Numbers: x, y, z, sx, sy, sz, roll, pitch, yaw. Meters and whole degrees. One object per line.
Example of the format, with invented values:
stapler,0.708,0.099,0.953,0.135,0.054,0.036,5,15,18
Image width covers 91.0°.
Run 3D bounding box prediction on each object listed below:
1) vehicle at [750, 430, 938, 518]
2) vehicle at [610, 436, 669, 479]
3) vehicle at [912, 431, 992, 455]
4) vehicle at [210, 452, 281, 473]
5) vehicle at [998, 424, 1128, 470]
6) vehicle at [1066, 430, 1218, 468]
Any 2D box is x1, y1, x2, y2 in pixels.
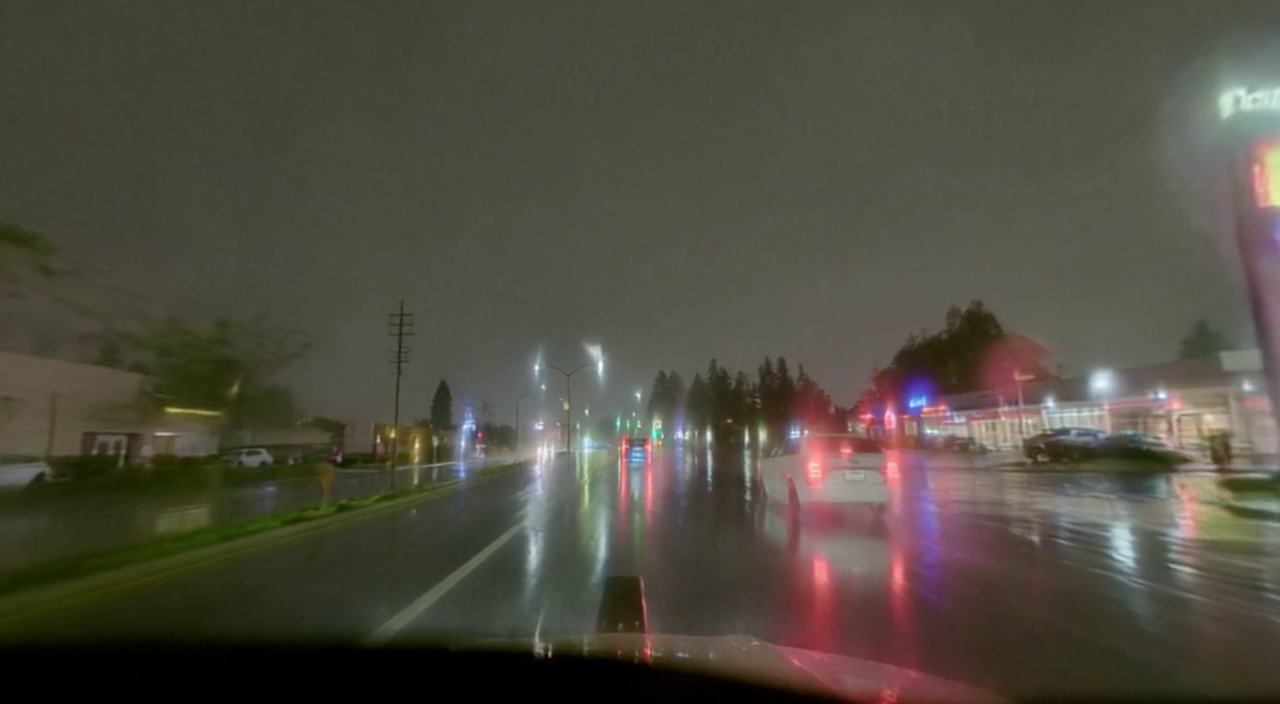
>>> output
vehicle,3.836,2.400,12.949,2.153,1.456,4.705,0,-9,-2
vehicle,-0.057,3.826,23.039,1.998,1.452,3.773,0,-8,-1
vehicle,20.546,6.011,41.527,4.296,1.496,1.891,1,-9,-8
vehicle,-29.813,8.328,47.639,4.155,1.486,1.706,0,-8,-2
vehicle,20.495,4.622,30.643,4.697,1.832,2.092,-4,-9,-1
vehicle,21.669,4.217,27.318,4.763,1.544,2.047,0,-9,2
